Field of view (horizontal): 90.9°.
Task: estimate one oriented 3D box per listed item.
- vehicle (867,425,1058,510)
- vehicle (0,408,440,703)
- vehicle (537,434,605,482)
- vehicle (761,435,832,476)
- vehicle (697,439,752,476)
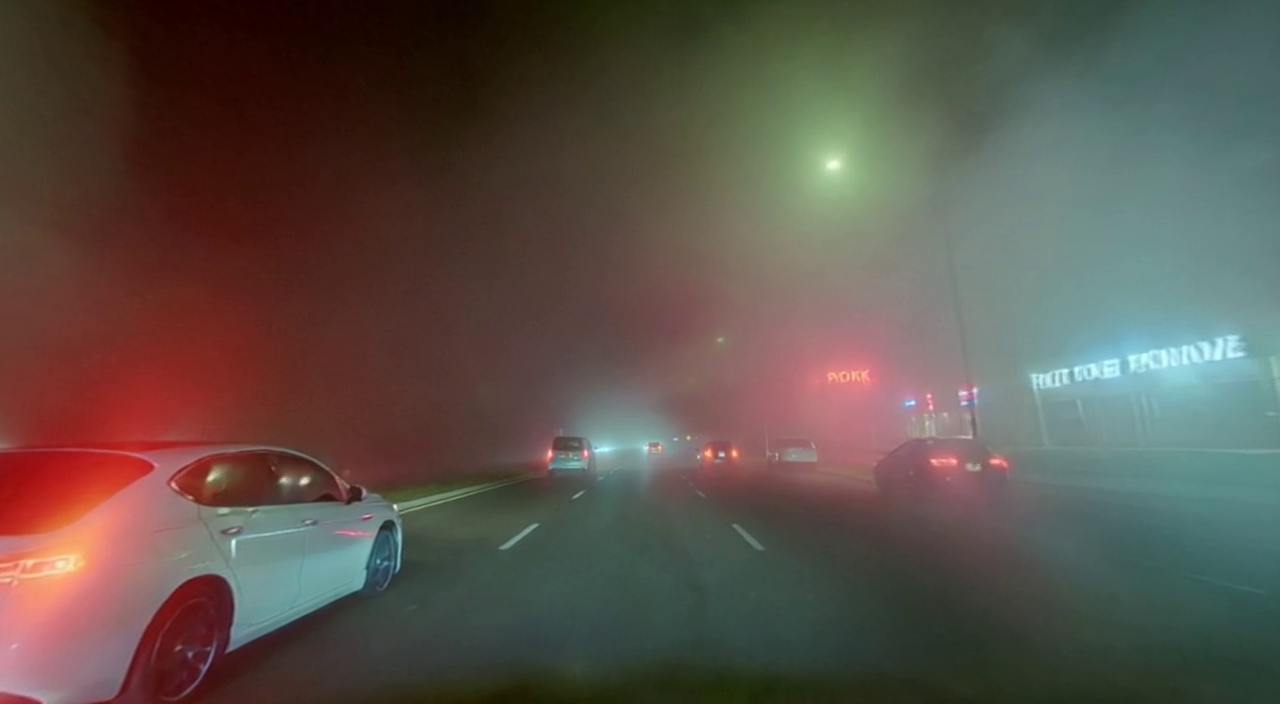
[{"bbox_3d":[7.362,2.678,15.100,2.089,1.678,4.725,0,-8,1],"label":"vehicle"},{"bbox_3d":[-3.234,1.275,4.505,1.956,1.460,4.802,0,-8,1],"label":"vehicle"},{"bbox_3d":[-2.708,4.309,25.917,2.193,1.788,4.603,0,-8,1],"label":"vehicle"},{"bbox_3d":[7.545,5.031,30.896,2.198,1.788,4.941,1,-8,0],"label":"vehicle"},{"bbox_3d":[3.728,4.719,28.482,1.904,1.490,4.299,0,-8,0],"label":"vehicle"}]
